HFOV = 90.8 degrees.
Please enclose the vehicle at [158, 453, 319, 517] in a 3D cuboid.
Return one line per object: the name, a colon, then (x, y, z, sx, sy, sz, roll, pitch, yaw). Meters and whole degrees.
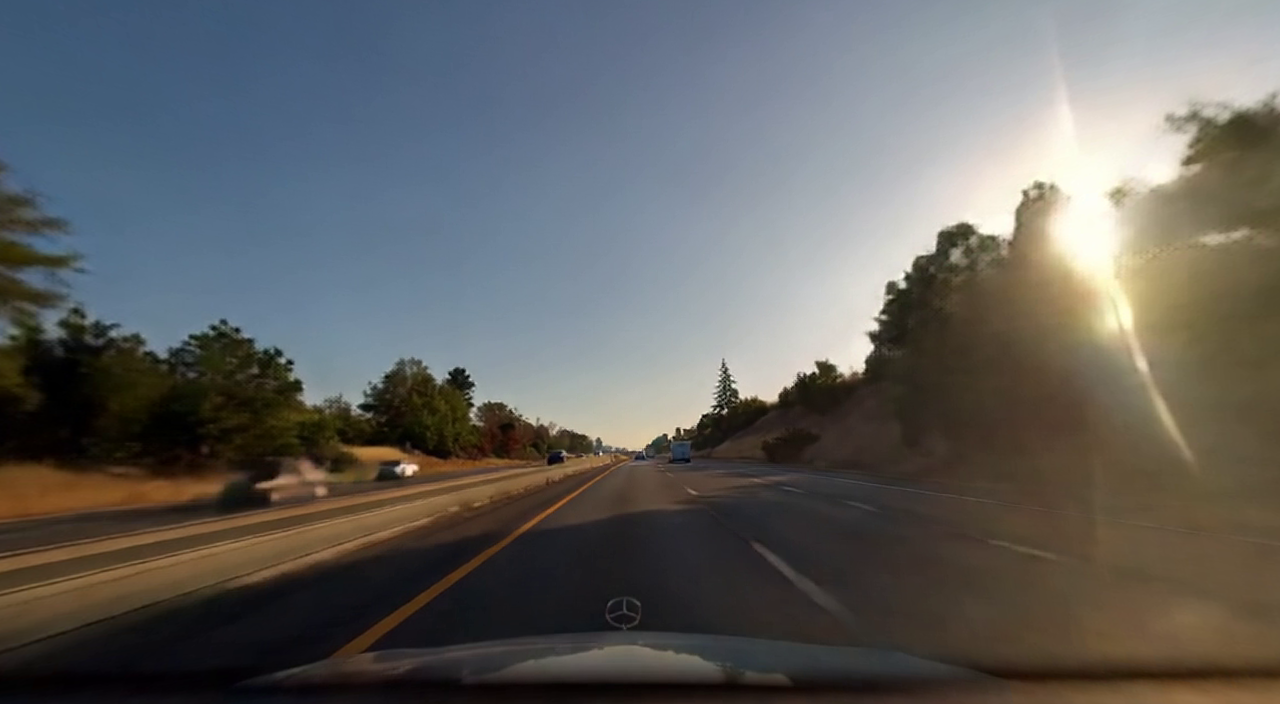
vehicle: (-11.736, 3.867, 18.894, 1.958, 1.633, 4.349, 0, -9, 0)
